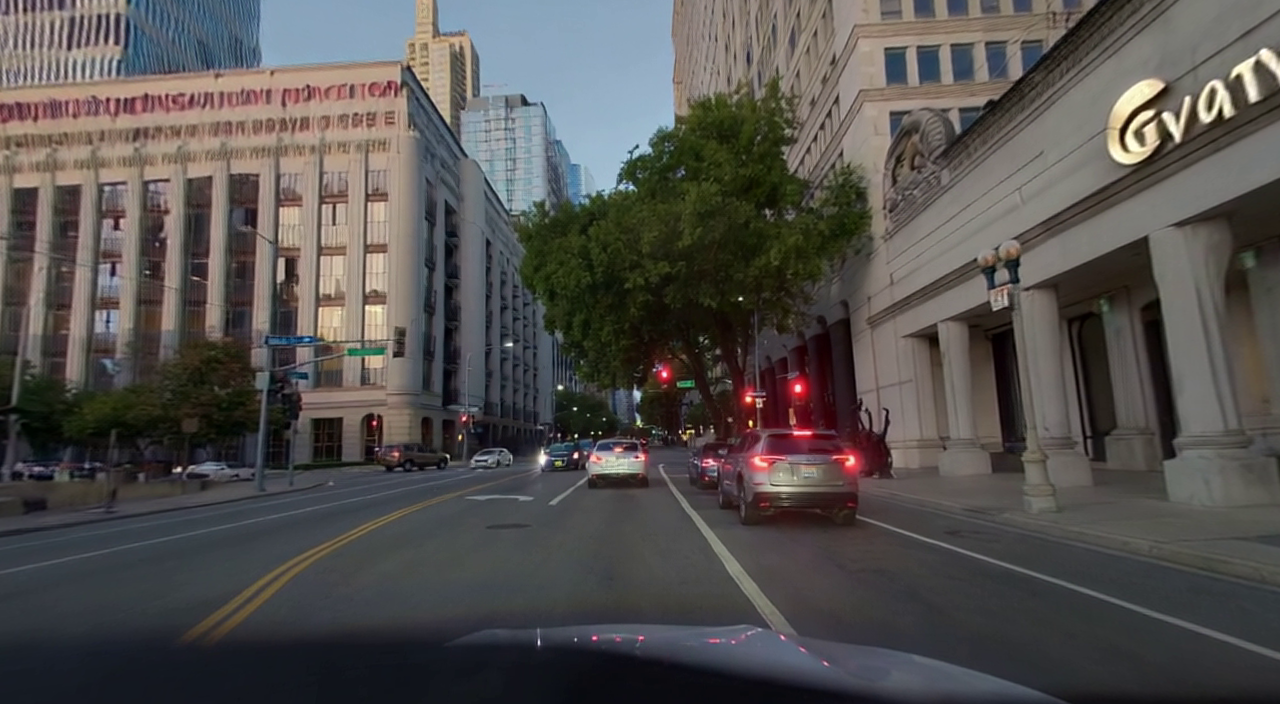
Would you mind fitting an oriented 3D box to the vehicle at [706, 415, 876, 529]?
[{"bbox_3d":[2.609,2.218,12.185,2.096,1.775,4.440,0,-9,-1],"label":"vehicle"}]

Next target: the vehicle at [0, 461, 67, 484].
[{"bbox_3d":[-44.554,8.807,46.175,3.671,1.498,1.670,1,-9,3],"label":"vehicle"}]

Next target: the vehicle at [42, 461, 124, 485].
[{"bbox_3d":[-40.244,8.734,45.701,4.224,1.622,1.808,0,-9,0],"label":"vehicle"}]

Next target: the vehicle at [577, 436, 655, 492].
[{"bbox_3d":[-0.644,3.313,18.997,2.096,1.492,4.071,0,-9,0],"label":"vehicle"}]

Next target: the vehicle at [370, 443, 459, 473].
[{"bbox_3d":[-14.082,6.660,39.752,4.855,1.769,2.071,1,-9,-9],"label":"vehicle"}]

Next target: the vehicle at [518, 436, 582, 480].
[{"bbox_3d":[-3.584,4.304,25.956,2.045,1.633,4.864,0,-9,-2],"label":"vehicle"}]

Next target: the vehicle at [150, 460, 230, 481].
[{"bbox_3d":[-32.478,8.545,45.623,4.392,1.427,1.764,0,-9,0],"label":"vehicle"}]
